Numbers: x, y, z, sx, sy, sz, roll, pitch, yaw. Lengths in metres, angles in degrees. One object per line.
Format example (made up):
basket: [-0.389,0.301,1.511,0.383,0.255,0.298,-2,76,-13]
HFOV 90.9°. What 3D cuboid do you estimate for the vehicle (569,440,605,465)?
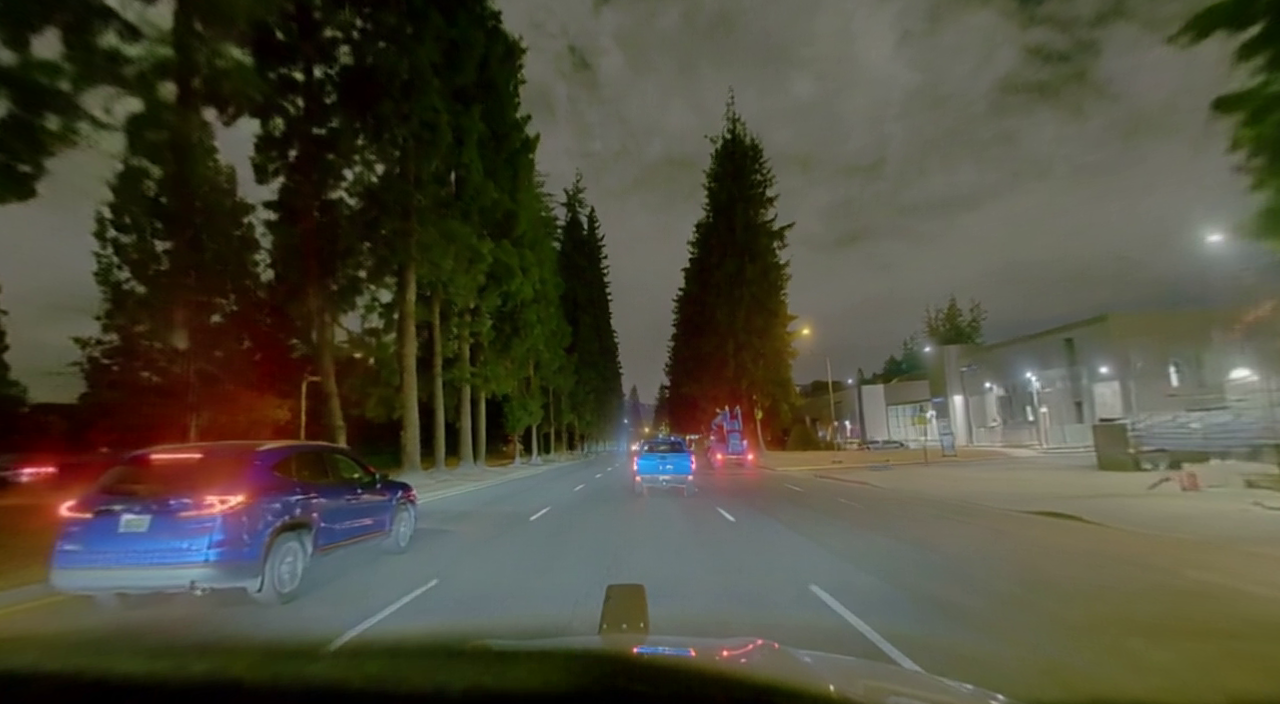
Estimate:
vehicle: [-3.640,7.044,44.133,2.062,1.641,4.193,0,-8,1]

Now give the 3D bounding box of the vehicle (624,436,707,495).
vehicle: [0.629,3.182,18.044,2.086,1.466,4.026,0,-8,-1]

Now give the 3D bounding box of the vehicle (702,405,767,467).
vehicle: [6.132,5.777,42.863,2.867,3.600,11.047,-1,-8,1]

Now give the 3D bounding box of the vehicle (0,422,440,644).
vehicle: [-3.975,1.599,6.790,2.003,1.507,4.808,0,-8,1]
